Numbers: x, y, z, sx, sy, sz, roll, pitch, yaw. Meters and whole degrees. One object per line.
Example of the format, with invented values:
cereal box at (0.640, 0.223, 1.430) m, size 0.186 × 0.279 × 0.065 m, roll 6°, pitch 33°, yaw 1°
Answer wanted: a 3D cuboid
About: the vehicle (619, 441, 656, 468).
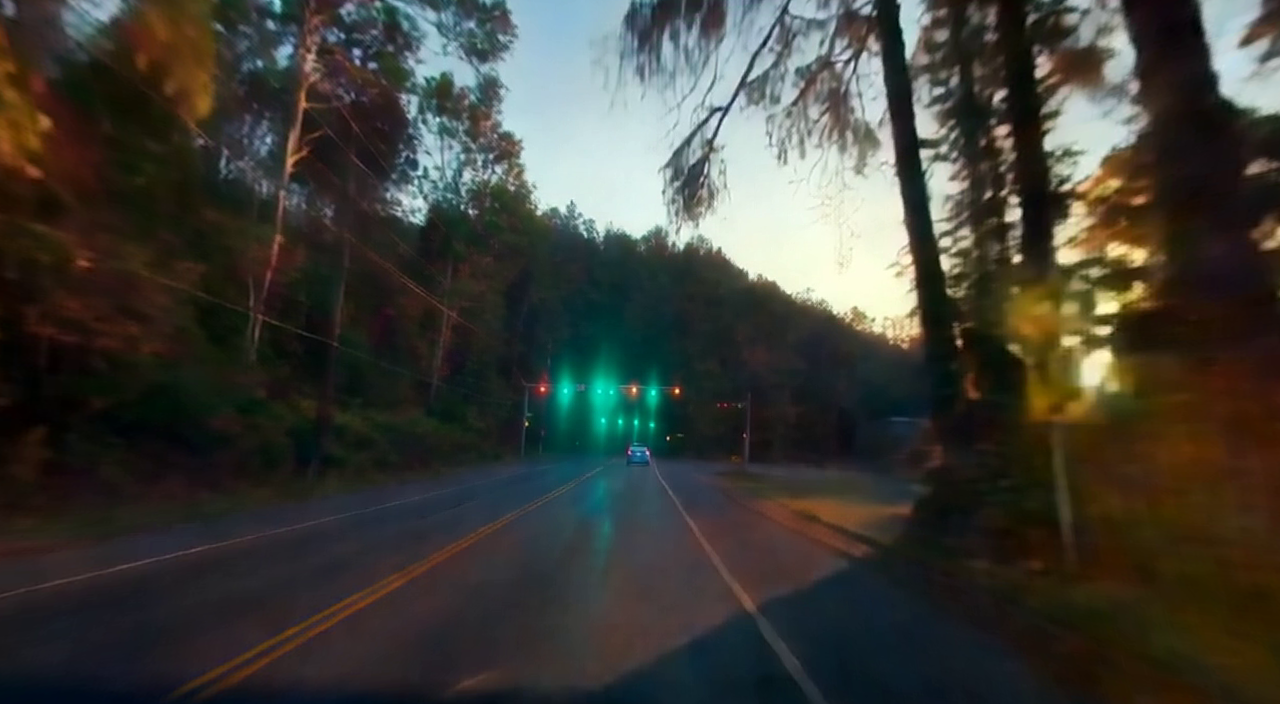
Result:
vehicle at (-0.169, 6.013, 37.132) m, size 2.042 × 1.489 × 3.963 m, roll 0°, pitch -9°, yaw 0°
